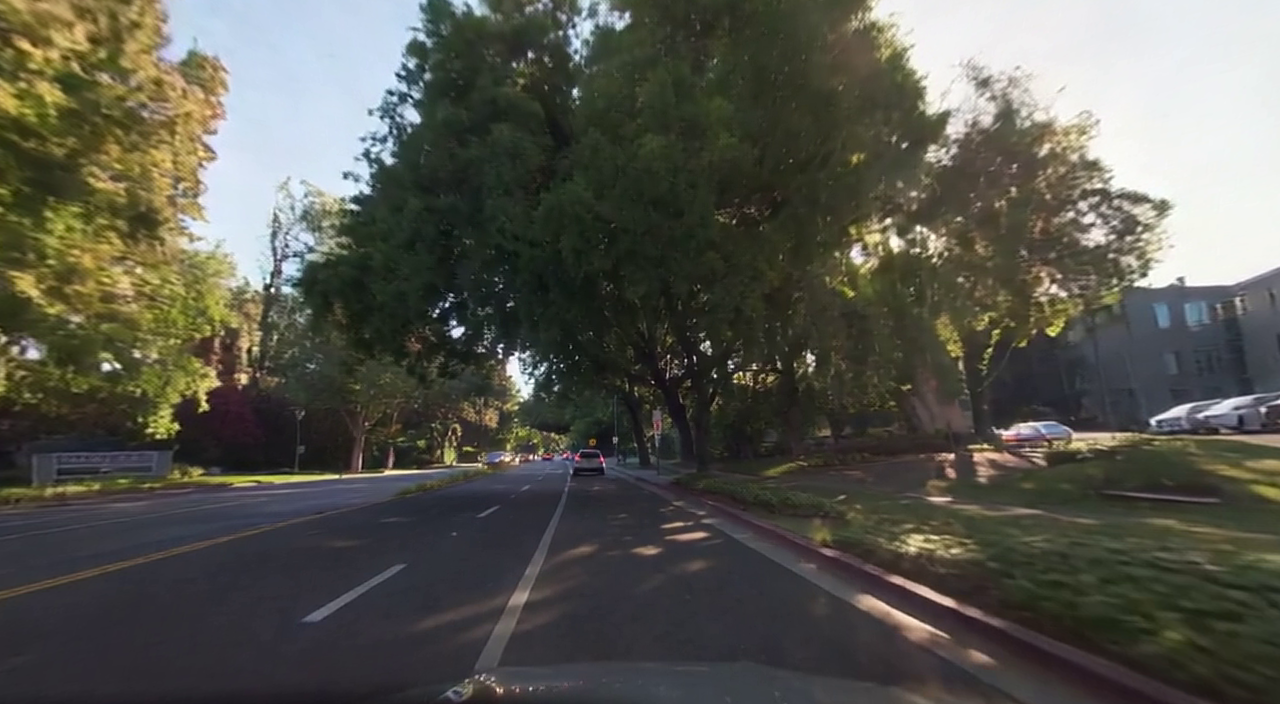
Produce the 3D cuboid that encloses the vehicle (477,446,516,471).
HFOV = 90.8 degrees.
[{"bbox_3d":[-10.786,7.984,47.783,2.121,1.752,4.513,0,-8,-4],"label":"vehicle"}]

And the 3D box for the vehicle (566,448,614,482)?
[{"bbox_3d":[-2.332,5.299,29.988,2.111,1.466,4.223,0,-8,-3],"label":"vehicle"}]

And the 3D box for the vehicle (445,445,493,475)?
[{"bbox_3d":[-10.523,6.662,39.171,2.049,1.723,4.310,0,-8,-4],"label":"vehicle"}]
